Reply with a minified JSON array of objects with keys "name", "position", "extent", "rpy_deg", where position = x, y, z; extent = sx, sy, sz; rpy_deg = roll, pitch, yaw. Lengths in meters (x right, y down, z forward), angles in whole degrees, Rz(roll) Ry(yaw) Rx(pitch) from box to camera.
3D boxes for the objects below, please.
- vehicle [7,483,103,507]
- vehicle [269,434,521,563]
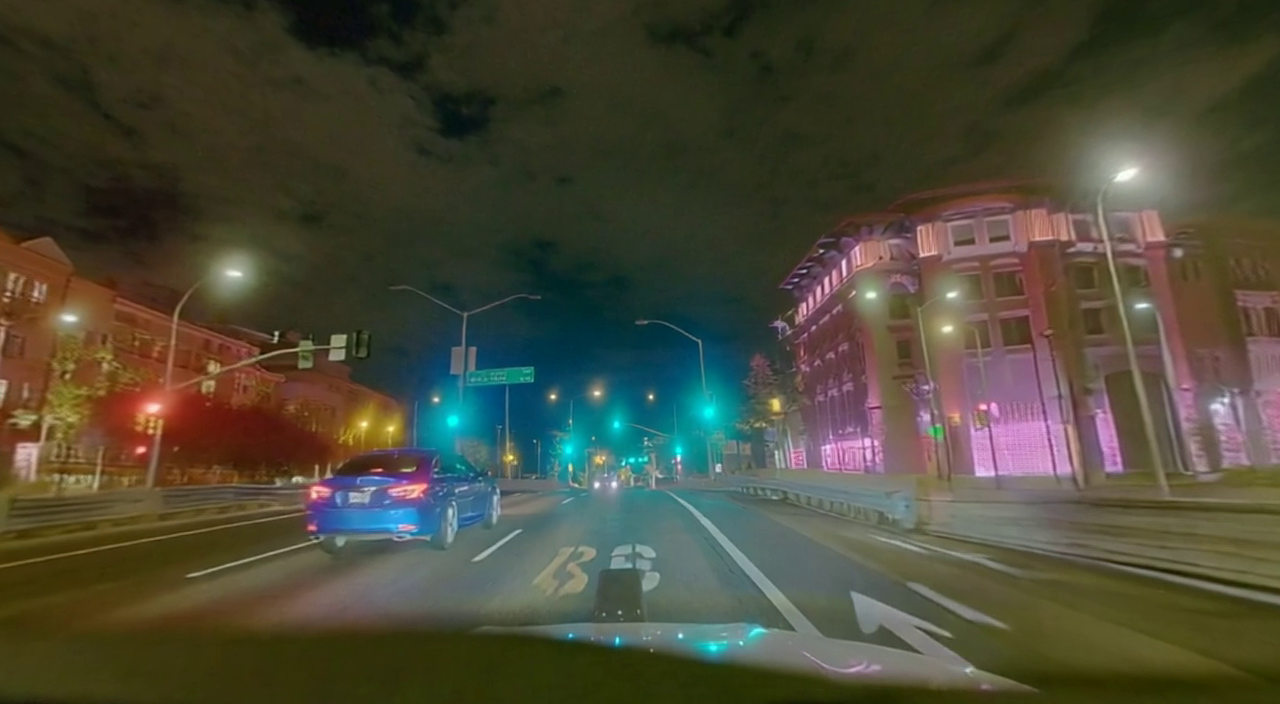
[{"name":"vehicle","position":[-38.850,9.535,42.017],"extent":[4.315,1.421,2.020],"rpy_deg":[-1,-14,1]},{"name":"vehicle","position":[-3.254,2.027,9.522],"extent":[2.041,1.470,4.290],"rpy_deg":[0,-9,1]}]
